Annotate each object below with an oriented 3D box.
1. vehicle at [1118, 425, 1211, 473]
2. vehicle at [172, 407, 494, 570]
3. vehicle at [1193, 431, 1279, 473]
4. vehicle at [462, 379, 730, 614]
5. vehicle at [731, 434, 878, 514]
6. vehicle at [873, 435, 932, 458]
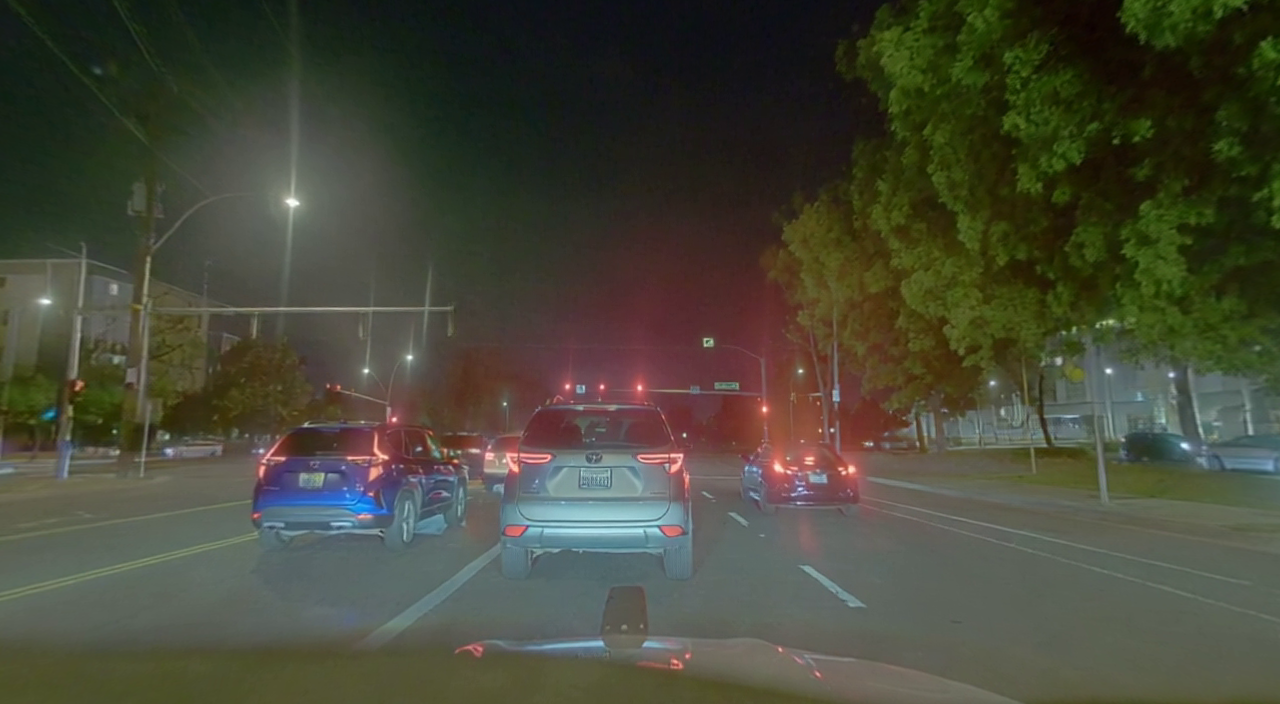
[{"bbox_3d":[19.209,3.535,23.016,4.215,1.578,1.892,8,-11,-42],"label":"vehicle"},{"bbox_3d":[-3.720,1.747,8.867,2.160,1.666,4.583,0,-8,1],"label":"vehicle"},{"bbox_3d":[23.748,3.694,23.466,2.130,1.483,4.793,-1,-8,4],"label":"vehicle"},{"bbox_3d":[-0.343,1.434,7.109,2.064,1.817,4.298,0,-8,0],"label":"vehicle"},{"bbox_3d":[3.405,2.613,14.030,2.121,1.494,4.208,0,-8,0],"label":"vehicle"},{"bbox_3d":[19.990,7.198,47.924,4.361,1.653,2.034,6,-10,-35],"label":"vehicle"}]
